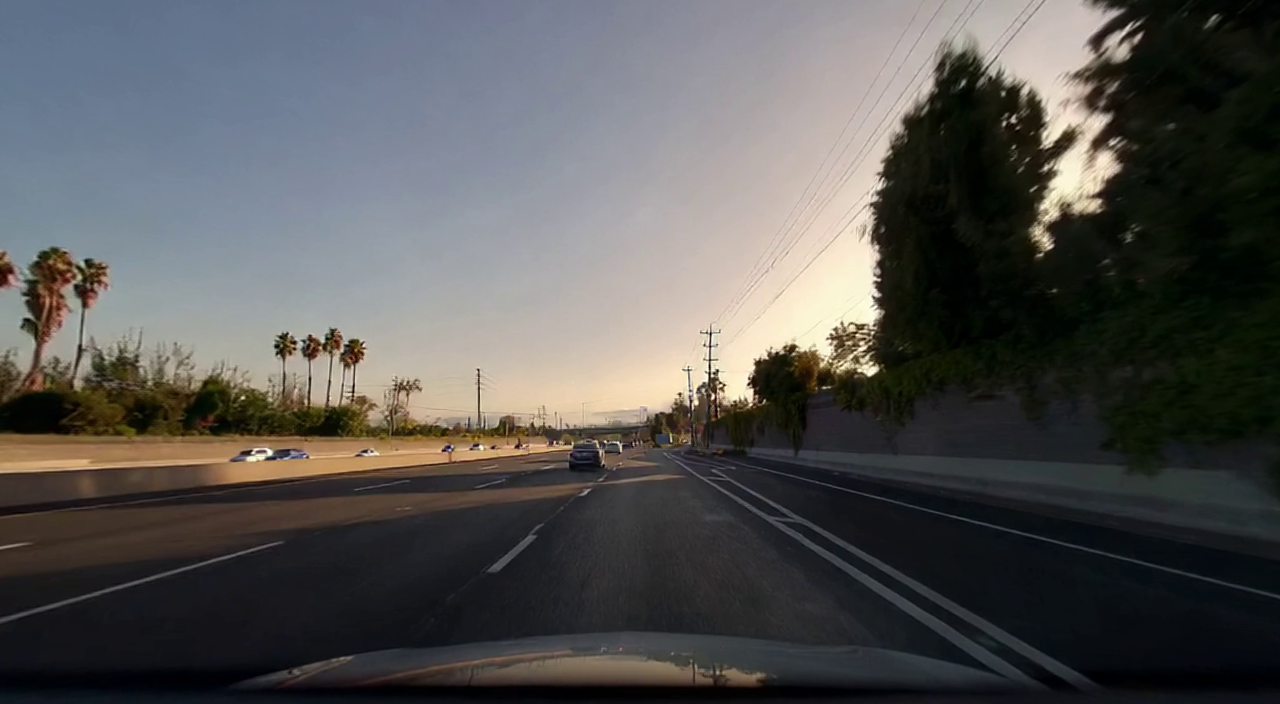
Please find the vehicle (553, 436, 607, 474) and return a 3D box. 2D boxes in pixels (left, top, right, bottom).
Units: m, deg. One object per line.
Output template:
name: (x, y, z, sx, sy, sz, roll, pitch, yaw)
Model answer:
vehicle: (-2.699, 4.747, 29.334, 2.029, 1.609, 3.935, 0, -8, 2)
